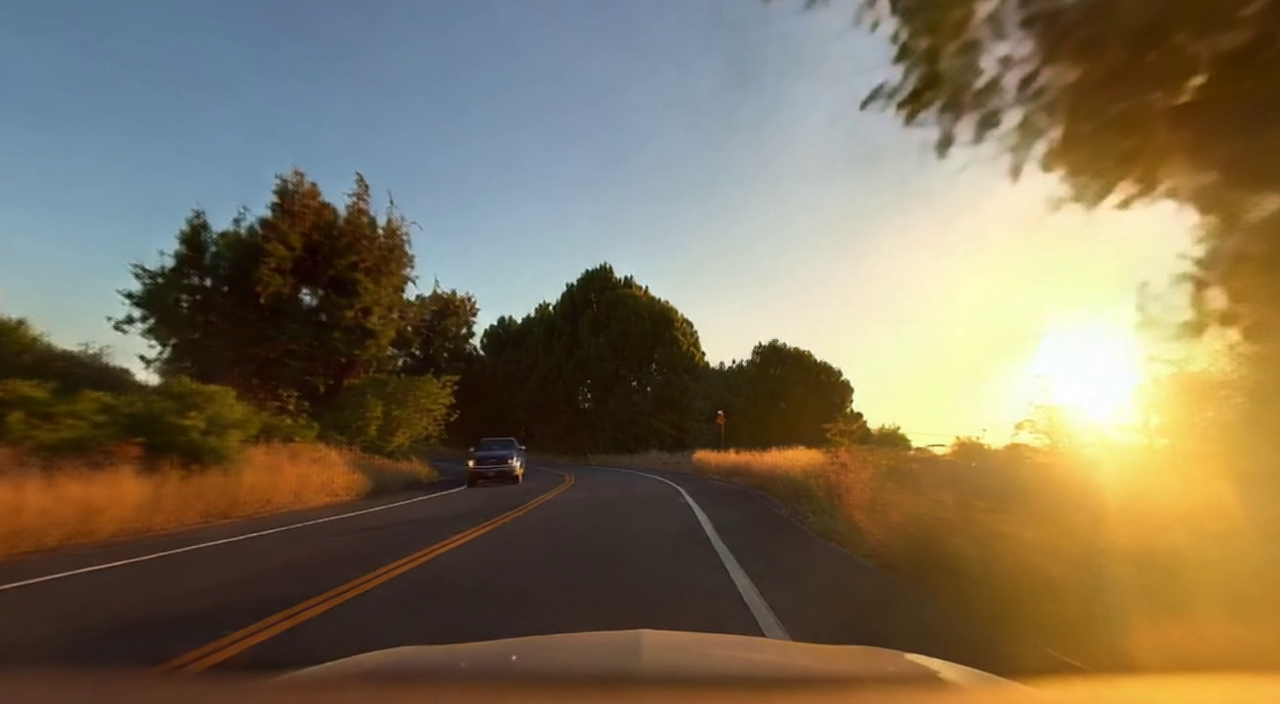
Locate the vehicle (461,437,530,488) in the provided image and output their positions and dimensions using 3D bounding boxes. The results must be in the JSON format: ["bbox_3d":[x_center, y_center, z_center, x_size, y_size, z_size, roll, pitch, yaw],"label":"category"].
[{"bbox_3d":[-6.150,4.719,27.587,2.546,1.975,5.702,1,-8,-10],"label":"vehicle"}]
